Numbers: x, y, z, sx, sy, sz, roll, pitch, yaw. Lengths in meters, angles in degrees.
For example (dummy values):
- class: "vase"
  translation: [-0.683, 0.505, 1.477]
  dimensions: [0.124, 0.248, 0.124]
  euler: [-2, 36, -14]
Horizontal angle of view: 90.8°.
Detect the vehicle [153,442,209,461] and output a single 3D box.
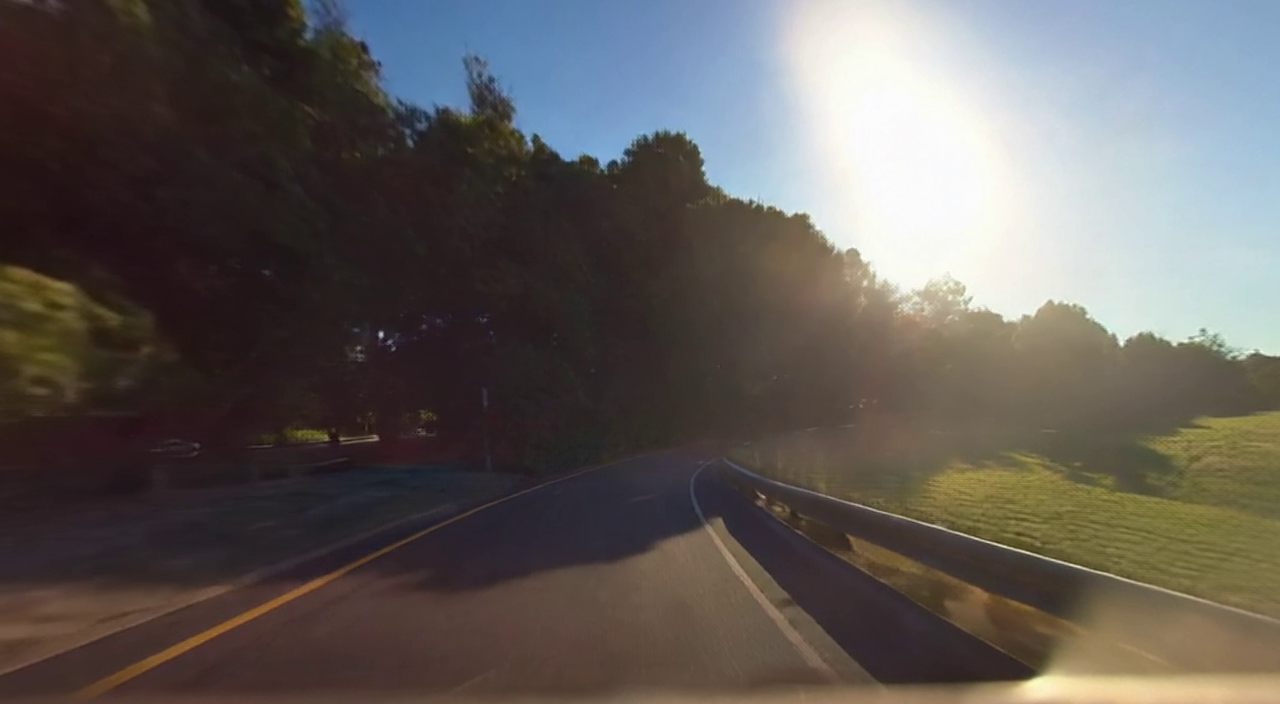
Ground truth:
- class: "vehicle"
  translation: [-36.041, 7.821, 49.705]
  dimensions: [1.884, 1.430, 3.705]
  euler: [1, -9, -6]
